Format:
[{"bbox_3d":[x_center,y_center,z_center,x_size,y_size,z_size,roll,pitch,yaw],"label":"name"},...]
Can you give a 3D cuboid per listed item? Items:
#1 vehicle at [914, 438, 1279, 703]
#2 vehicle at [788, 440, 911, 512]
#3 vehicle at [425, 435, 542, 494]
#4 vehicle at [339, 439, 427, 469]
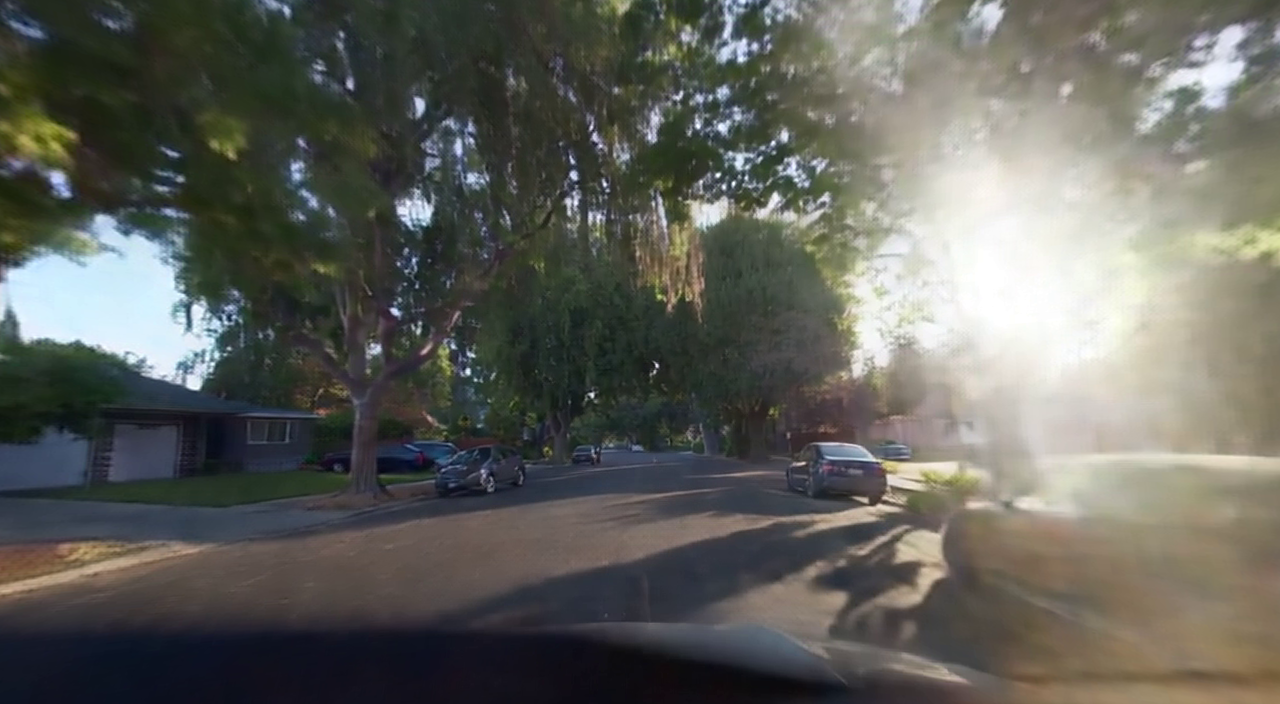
[{"bbox_3d":[3.753,1.312,4.271,2.088,1.429,4.796,-1,-8,6],"label":"vehicle"},{"bbox_3d":[4.934,2.913,15.509,1.931,1.395,4.793,0,-8,7],"label":"vehicle"},{"bbox_3d":[-4.702,3.528,19.643,1.943,1.433,4.717,-7,-11,6],"label":"vehicle"},{"bbox_3d":[-16.991,6.758,41.707,4.879,1.867,2.234,1,-8,-4],"label":"vehicle"}]
